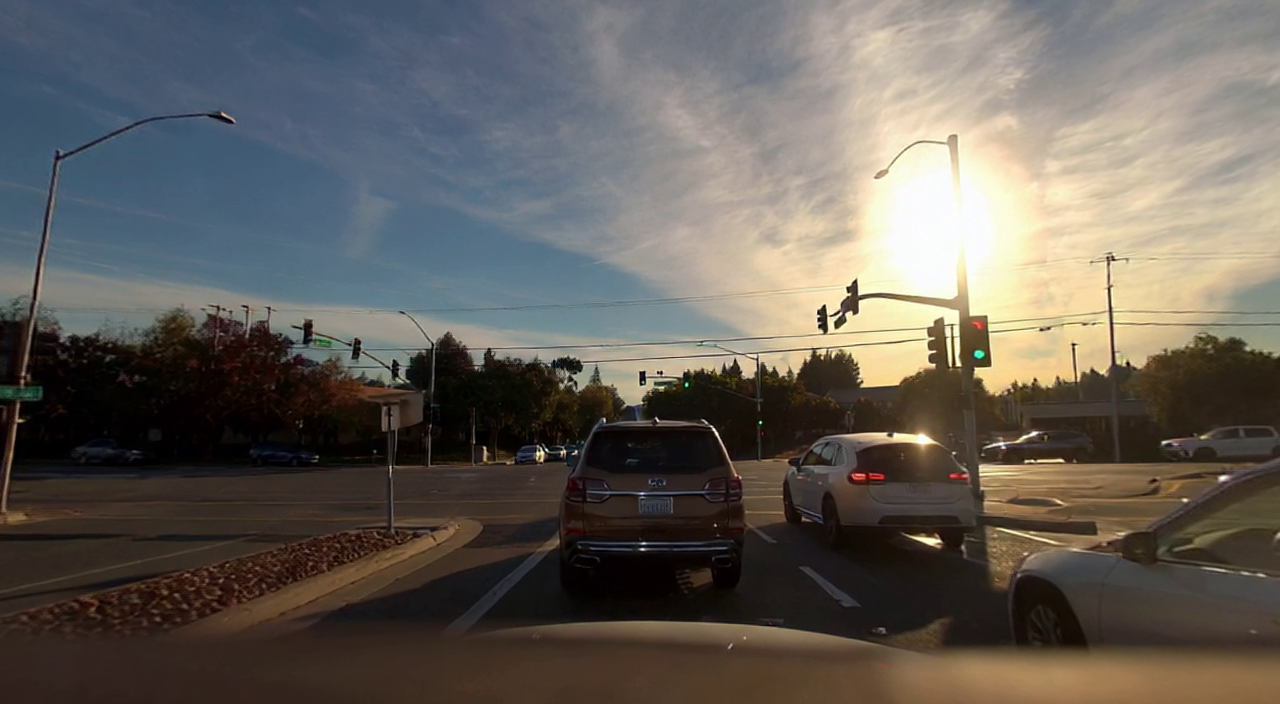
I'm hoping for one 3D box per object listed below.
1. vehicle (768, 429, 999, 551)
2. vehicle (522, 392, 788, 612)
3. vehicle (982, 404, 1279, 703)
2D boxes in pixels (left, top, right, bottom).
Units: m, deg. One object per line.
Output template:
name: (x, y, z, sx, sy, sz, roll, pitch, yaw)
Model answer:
vehicle: (3.483, 2.039, 10.054, 1.861, 1.495, 4.215, 0, -8, -2)
vehicle: (0.116, 1.562, 7.507, 2.170, 1.793, 4.468, 0, -8, 0)
vehicle: (3.152, 0.858, 1.750, 1.924, 1.466, 4.461, 0, -8, 0)
